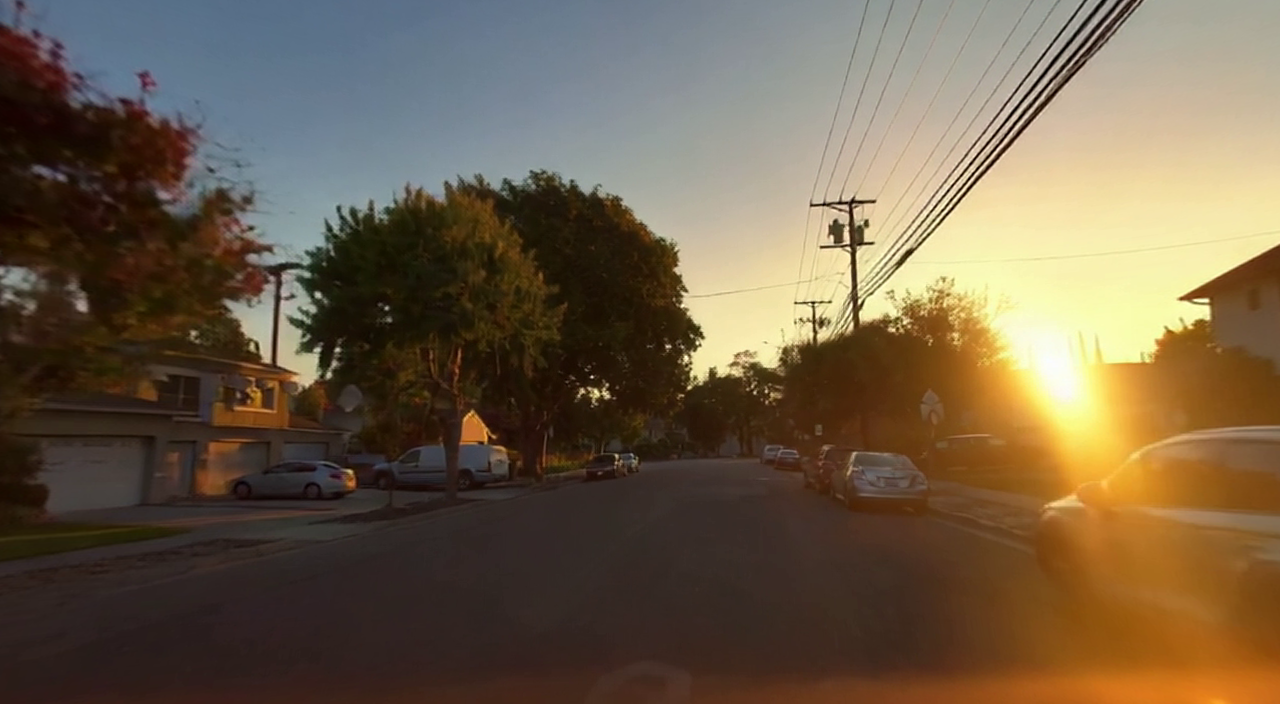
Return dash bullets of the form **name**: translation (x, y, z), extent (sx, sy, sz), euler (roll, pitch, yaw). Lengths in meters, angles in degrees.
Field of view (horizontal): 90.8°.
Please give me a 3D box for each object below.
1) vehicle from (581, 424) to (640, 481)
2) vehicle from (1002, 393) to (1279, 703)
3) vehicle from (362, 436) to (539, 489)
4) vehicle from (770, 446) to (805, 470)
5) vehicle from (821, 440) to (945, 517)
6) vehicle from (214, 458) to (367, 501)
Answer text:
- **vehicle**: translation (-1.541, 5.638, 35.655), extent (2.199, 2.902, 5.848), euler (-2, -9, 9)
- **vehicle**: translation (3.623, 1.094, 3.360), extent (1.908, 1.572, 3.105), euler (-2, -9, 10)
- **vehicle**: translation (-7.661, 4.496, 25.908), extent (6.488, 2.009, 2.354), euler (-2, -9, 9)
- **vehicle**: translation (9.472, 6.810, 40.740), extent (1.743, 1.440, 3.732), euler (-1, -9, 7)
- **vehicle**: translation (5.233, 2.735, 14.133), extent (1.845, 1.453, 3.792), euler (-2, -9, 10)
- **vehicle**: translation (-12.340, 4.505, 22.460), extent (4.481, 1.420, 1.712), euler (-1, -9, 6)
